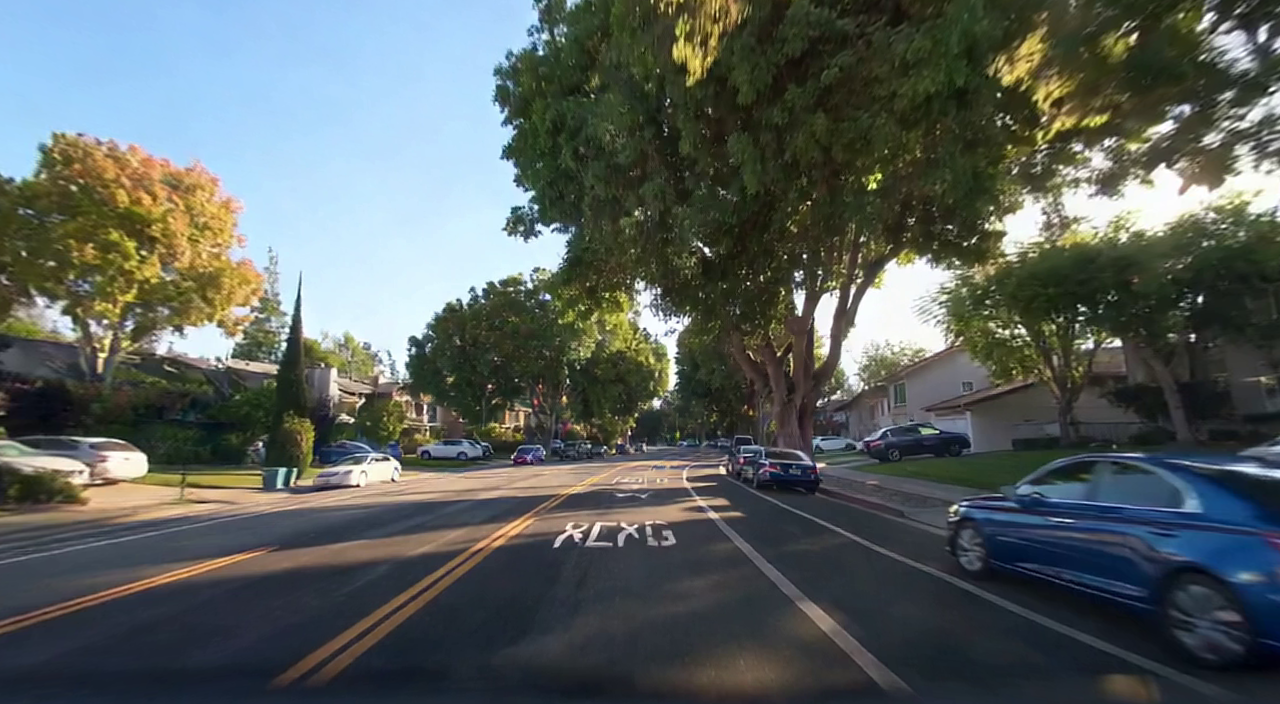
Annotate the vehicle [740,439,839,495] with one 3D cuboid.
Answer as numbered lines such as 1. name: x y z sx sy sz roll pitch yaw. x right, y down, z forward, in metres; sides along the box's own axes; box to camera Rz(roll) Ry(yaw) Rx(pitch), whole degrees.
1. vehicle: 4.478 3.487 19.606 1.996 1.466 4.458 2 -8 0

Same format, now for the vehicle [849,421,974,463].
1. vehicle: 13.358 4.452 31.286 5.216 1.972 2.122 -1 -7 4

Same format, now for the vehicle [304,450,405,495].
1. vehicle: -11.369 4.800 25.365 2.091 1.461 4.058 -5 -9 2

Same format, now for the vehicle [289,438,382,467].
1. vehicle: -18.546 6.107 38.435 4.610 1.714 2.160 -1 -9 10

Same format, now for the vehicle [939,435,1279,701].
1. vehicle: 4.489 1.486 5.097 2.006 1.440 4.248 5 -8 -1

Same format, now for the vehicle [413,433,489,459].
1. vehicle: -14.725 7.337 49.131 5.192 1.915 2.200 -1 -8 10

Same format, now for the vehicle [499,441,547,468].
1. vehicle: -8.579 7.538 46.423 2.105 1.776 4.657 -4 -9 8

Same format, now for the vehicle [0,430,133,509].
1. vehicle: -18.357 3.201 17.602 6.258 2.005 2.256 1 -7 -2
